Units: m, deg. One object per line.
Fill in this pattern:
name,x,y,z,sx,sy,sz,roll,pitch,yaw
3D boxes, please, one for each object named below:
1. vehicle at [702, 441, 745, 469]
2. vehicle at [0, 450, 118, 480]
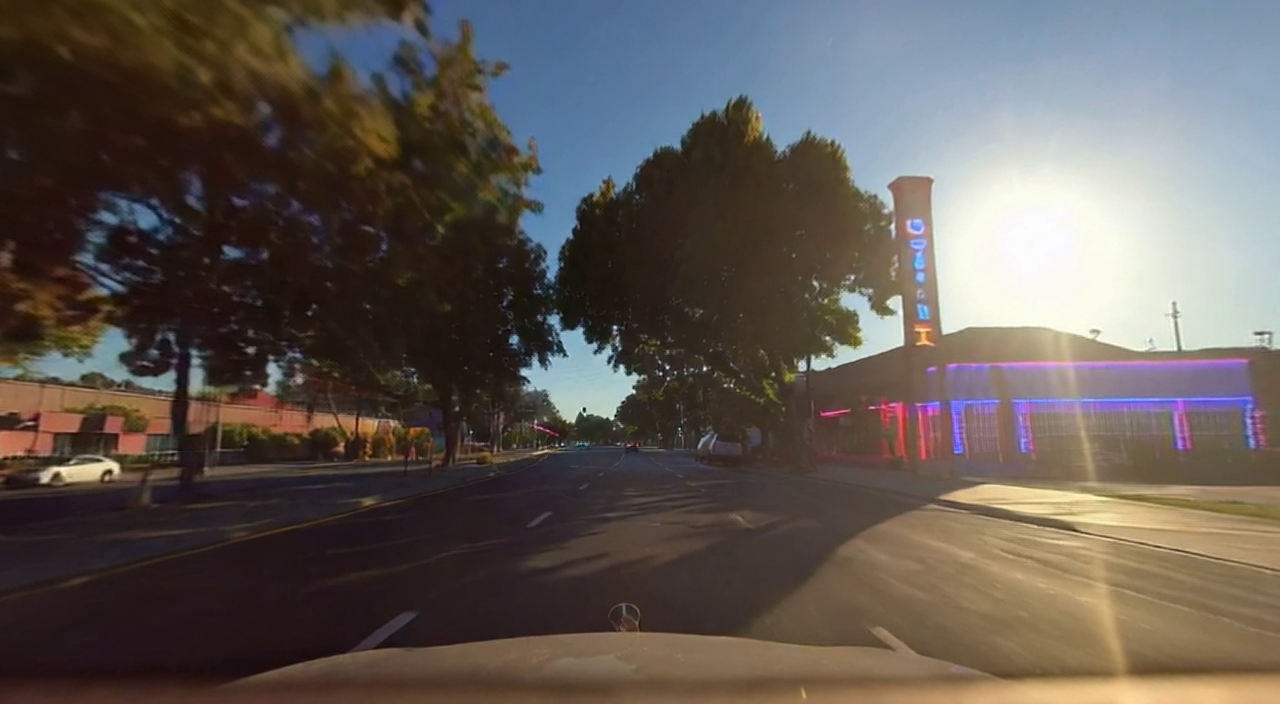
vehicle,6.285,7.845,48.366,2.347,1.963,5.940,0,-8,-1
vehicle,-30.440,5.925,33.089,4.341,1.465,2.304,-2,-9,9
